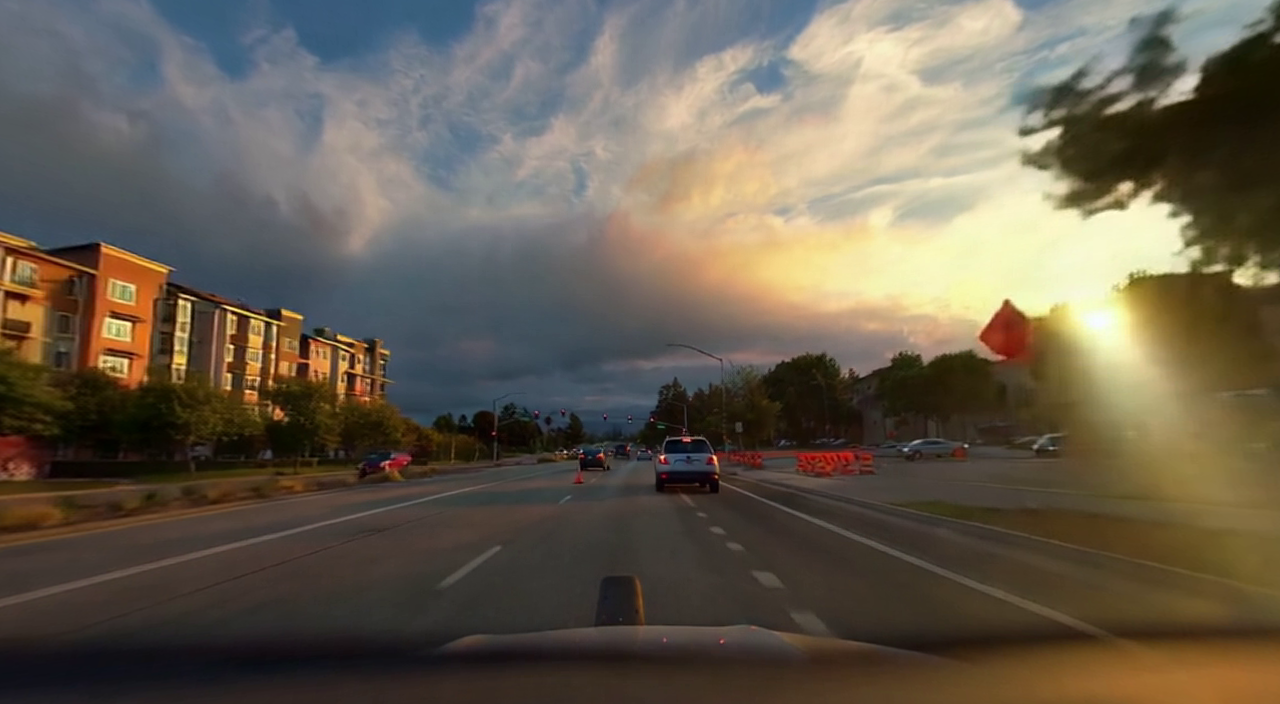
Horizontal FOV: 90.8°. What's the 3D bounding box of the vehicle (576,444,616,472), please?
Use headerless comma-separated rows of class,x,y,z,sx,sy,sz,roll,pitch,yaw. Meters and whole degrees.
vehicle,-2.667,6.599,39.514,2.121,1.654,3.993,0,-8,1

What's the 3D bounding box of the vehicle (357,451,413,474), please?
vehicle,-17.745,7.690,44.198,1.883,1.494,4.795,0,-9,1

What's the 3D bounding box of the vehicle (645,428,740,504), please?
vehicle,1.308,3.109,17.694,2.197,1.835,4.316,0,-8,-1
